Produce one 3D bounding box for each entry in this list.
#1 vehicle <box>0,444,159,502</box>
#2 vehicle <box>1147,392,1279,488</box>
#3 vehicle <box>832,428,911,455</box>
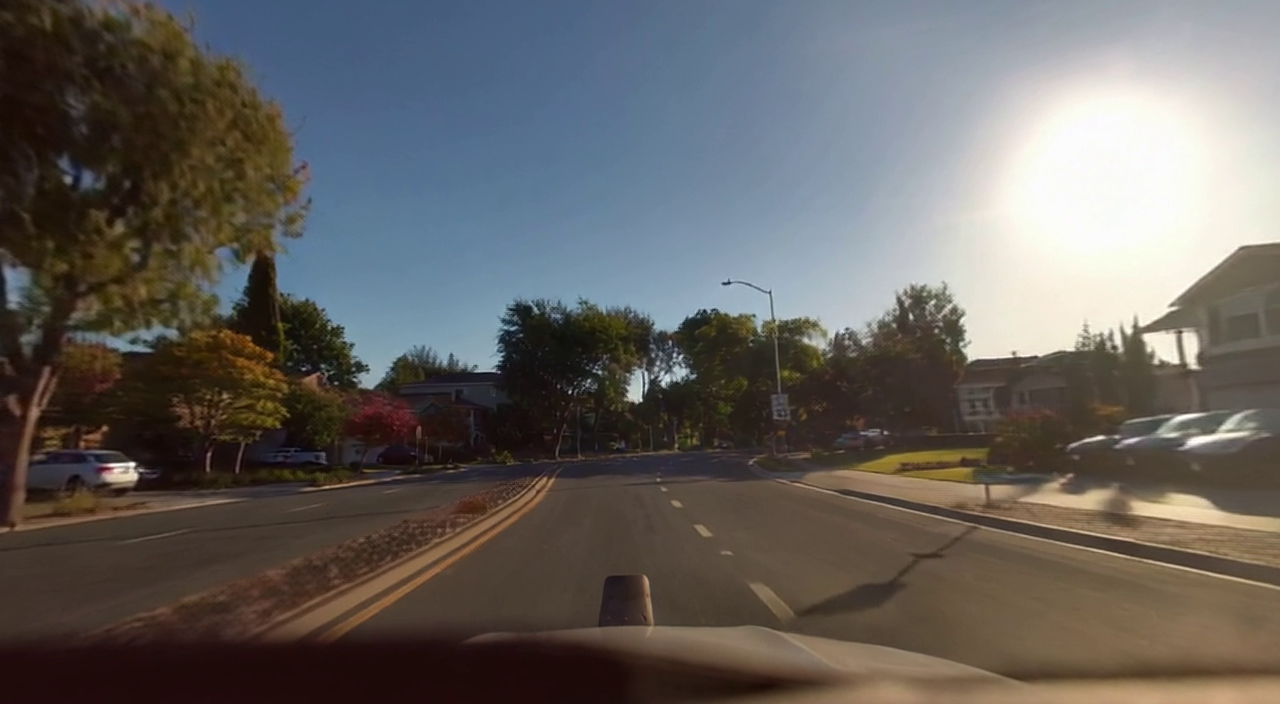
[{"bbox_3d":[-20.049,4.118,21.716,4.879,1.854,2.265,1,-9,-6],"label":"vehicle"},{"bbox_3d":[14.347,1.744,13.485,4.730,1.808,2.199,-7,-10,14],"label":"vehicle"},{"bbox_3d":[15.539,6.058,42.557,4.766,1.789,1.939,-2,-9,15],"label":"vehicle"}]
